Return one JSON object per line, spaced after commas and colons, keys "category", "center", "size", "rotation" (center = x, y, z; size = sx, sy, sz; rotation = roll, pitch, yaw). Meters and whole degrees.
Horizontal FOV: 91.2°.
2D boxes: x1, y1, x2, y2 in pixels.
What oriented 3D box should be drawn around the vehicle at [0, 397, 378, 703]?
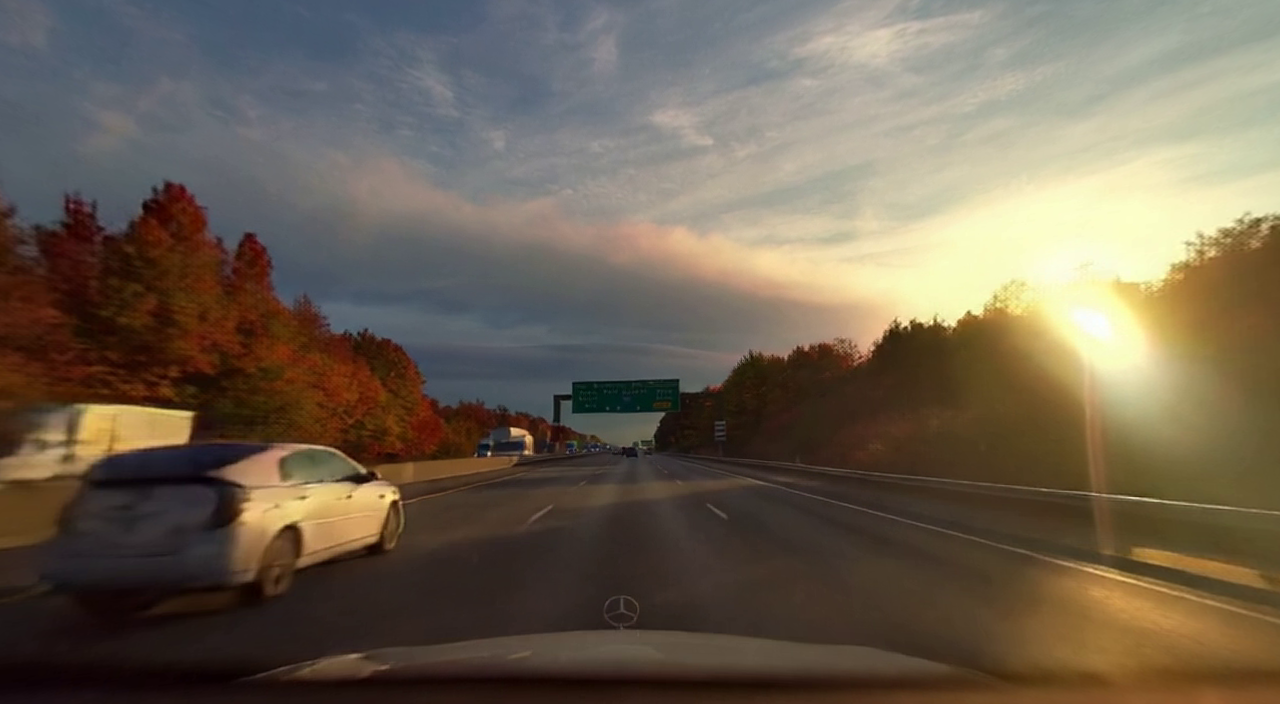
{"category": "vehicle", "center": [-3.954, 1.254, 4.436], "size": [2.153, 1.577, 4.707], "rotation": [0, -9, 0]}
